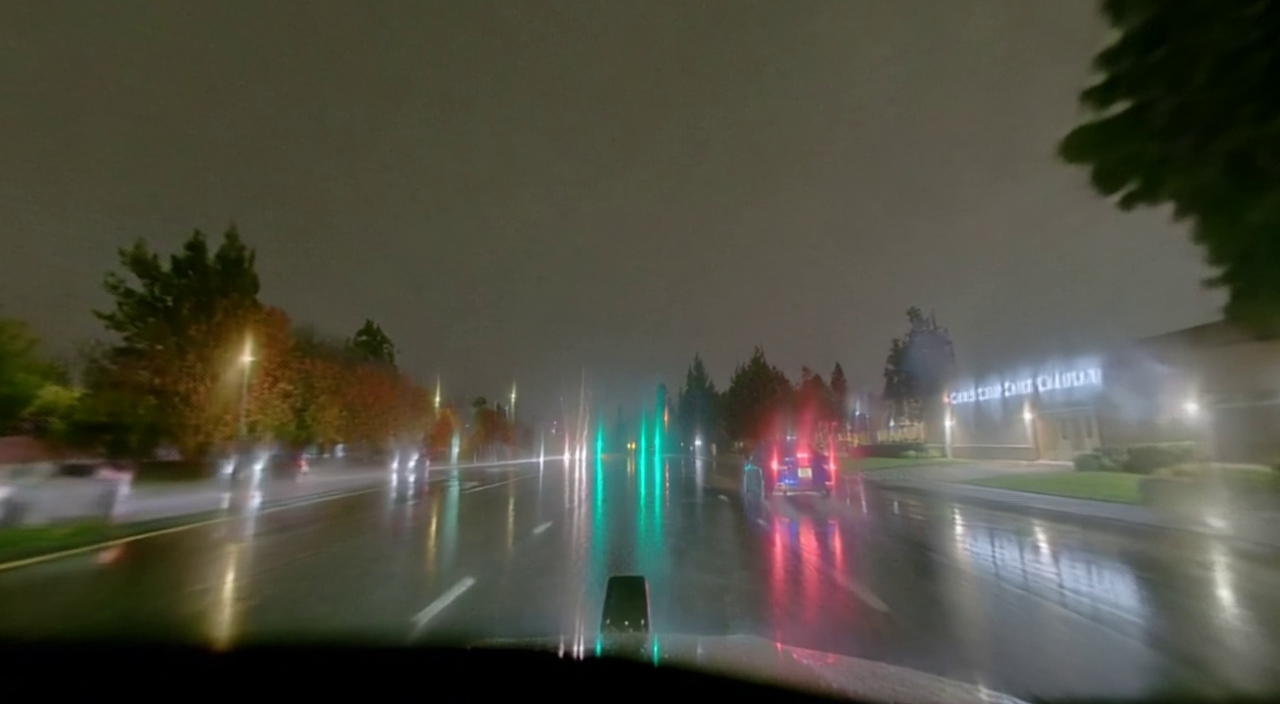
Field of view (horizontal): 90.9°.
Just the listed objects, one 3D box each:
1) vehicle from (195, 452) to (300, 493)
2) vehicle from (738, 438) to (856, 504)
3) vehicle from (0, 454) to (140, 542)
[{"bbox_3d":[-19.040,5.831,30.880,2.098,1.797,4.646,-1,-9,1],"label":"vehicle"},{"bbox_3d":[3.948,3.055,16.686,1.977,1.474,4.399,-1,-9,0],"label":"vehicle"},{"bbox_3d":[-12.447,2.775,12.175,1.986,1.514,4.300,-1,-9,1],"label":"vehicle"}]
